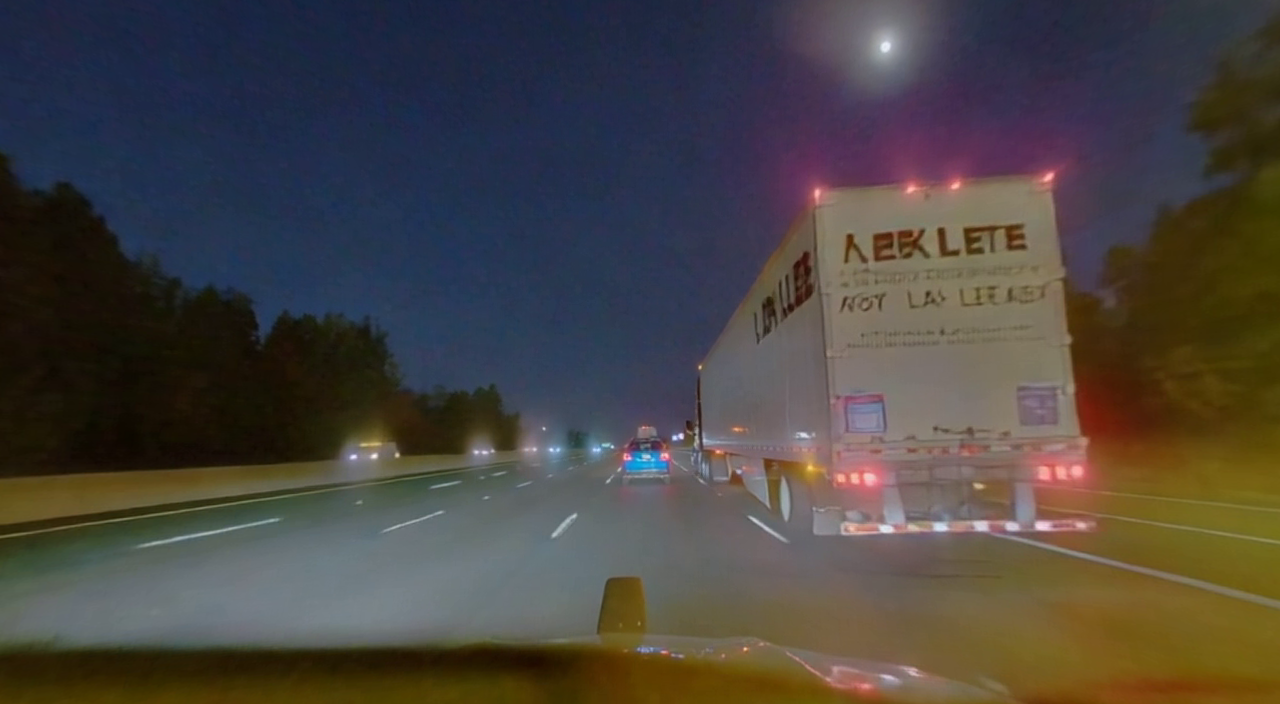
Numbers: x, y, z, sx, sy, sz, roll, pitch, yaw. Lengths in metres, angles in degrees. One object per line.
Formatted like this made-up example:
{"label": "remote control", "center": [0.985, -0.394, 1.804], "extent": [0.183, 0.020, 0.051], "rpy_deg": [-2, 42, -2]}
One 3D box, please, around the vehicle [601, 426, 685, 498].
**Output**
{"label": "vehicle", "center": [0.073, 3.013, 17.567], "extent": [2.054, 1.706, 4.201], "rpy_deg": [-1, -8, 0]}

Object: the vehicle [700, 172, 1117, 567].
{"label": "vehicle", "center": [3.453, 1.250, 14.414], "extent": [2.909, 4.135, 15.820], "rpy_deg": [-1, -8, 1]}
